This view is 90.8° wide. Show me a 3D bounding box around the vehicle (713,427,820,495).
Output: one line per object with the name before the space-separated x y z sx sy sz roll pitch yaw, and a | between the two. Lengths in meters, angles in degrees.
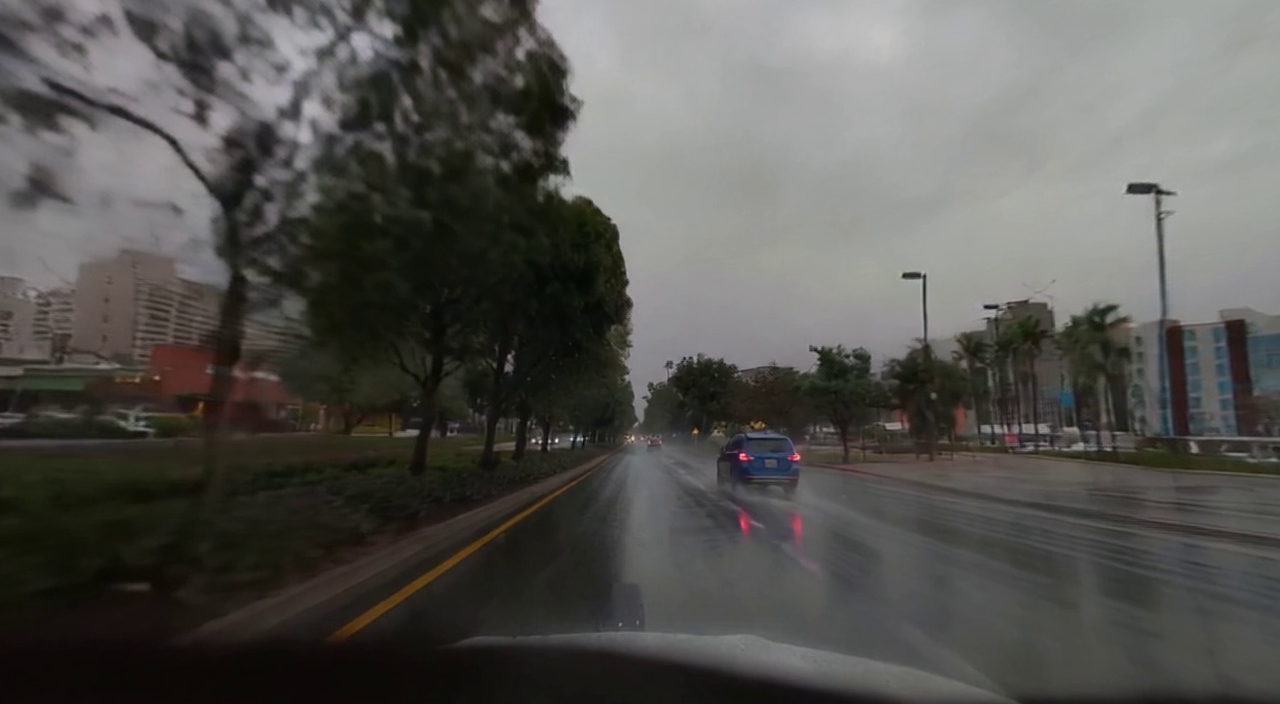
vehicle | 3.434 3.055 18.010 2.072 1.696 4.177 0 -8 -2
